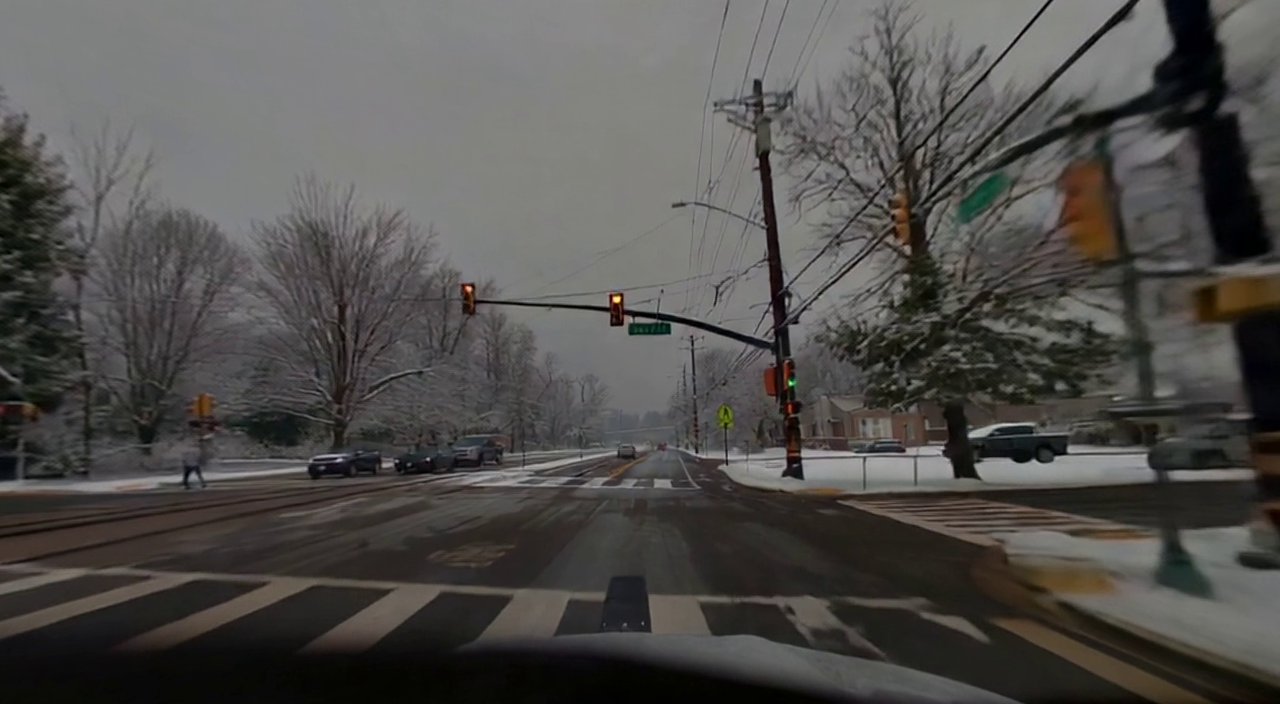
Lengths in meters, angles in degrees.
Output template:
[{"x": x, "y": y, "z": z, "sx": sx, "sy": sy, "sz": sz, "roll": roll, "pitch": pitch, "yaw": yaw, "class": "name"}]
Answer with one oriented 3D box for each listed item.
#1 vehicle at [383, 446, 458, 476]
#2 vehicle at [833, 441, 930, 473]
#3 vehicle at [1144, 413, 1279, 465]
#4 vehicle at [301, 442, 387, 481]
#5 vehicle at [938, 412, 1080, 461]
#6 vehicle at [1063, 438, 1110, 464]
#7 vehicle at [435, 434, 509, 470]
[{"x": -12.054, "y": 6.017, "z": 34.985, "sx": 2.090, "sy": 1.519, "sz": 4.919, "roll": -1, "pitch": -8, "yaw": 4, "class": "vehicle"}, {"x": 12.821, "y": 5.557, "z": 33.809, "sx": 1.897, "sy": 1.532, "sz": 4.694, "roll": 3, "pitch": -9, "yaw": -27, "class": "vehicle"}, {"x": 25.758, "y": 3.724, "z": 26.780, "sx": 2.370, "sy": 2.038, "sz": 6.186, "roll": 4, "pitch": -9, "yaw": -24, "class": "vehicle"}, {"x": -15.527, "y": 5.758, "z": 33.406, "sx": 2.112, "sy": 1.880, "sz": 4.479, "roll": -1, "pitch": -8, "yaw": 4, "class": "vehicle"}, {"x": 19.080, "y": 4.496, "z": 32.951, "sx": 2.609, "sy": 2.332, "sz": 5.734, "roll": 4, "pitch": -10, "yaw": -26, "class": "vehicle"}, {"x": 29.454, "y": 6.513, "z": 41.667, "sx": 1.740, "sy": 1.414, "sz": 3.875, "roll": -6, "pitch": -7, "yaw": 25, "class": "vehicle"}, {"x": -11.538, "y": 6.922, "z": 43.832, "sx": 2.798, "sy": 2.249, "sz": 6.296, "roll": -1, "pitch": -8, "yaw": 6, "class": "vehicle"}]
